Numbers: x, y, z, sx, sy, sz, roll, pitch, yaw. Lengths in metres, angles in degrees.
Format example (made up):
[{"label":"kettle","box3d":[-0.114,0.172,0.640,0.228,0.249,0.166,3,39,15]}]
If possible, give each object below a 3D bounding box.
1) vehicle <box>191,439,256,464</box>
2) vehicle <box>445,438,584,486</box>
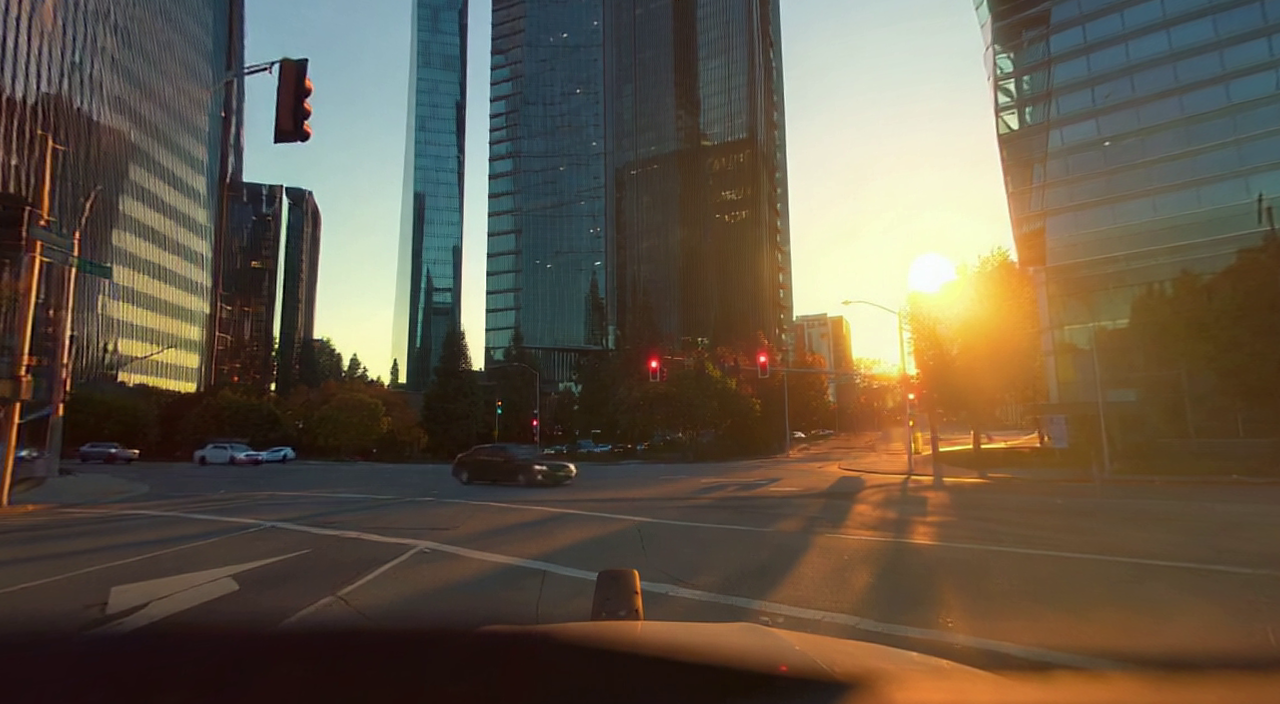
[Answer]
[{"label":"vehicle","box3d":[-27.393,6.526,41.519,4.110,1.511,1.883,-5,-10,30]},{"label":"vehicle","box3d":[-4.343,3.703,21.522,4.798,1.461,1.939,-7,-11,37]}]
